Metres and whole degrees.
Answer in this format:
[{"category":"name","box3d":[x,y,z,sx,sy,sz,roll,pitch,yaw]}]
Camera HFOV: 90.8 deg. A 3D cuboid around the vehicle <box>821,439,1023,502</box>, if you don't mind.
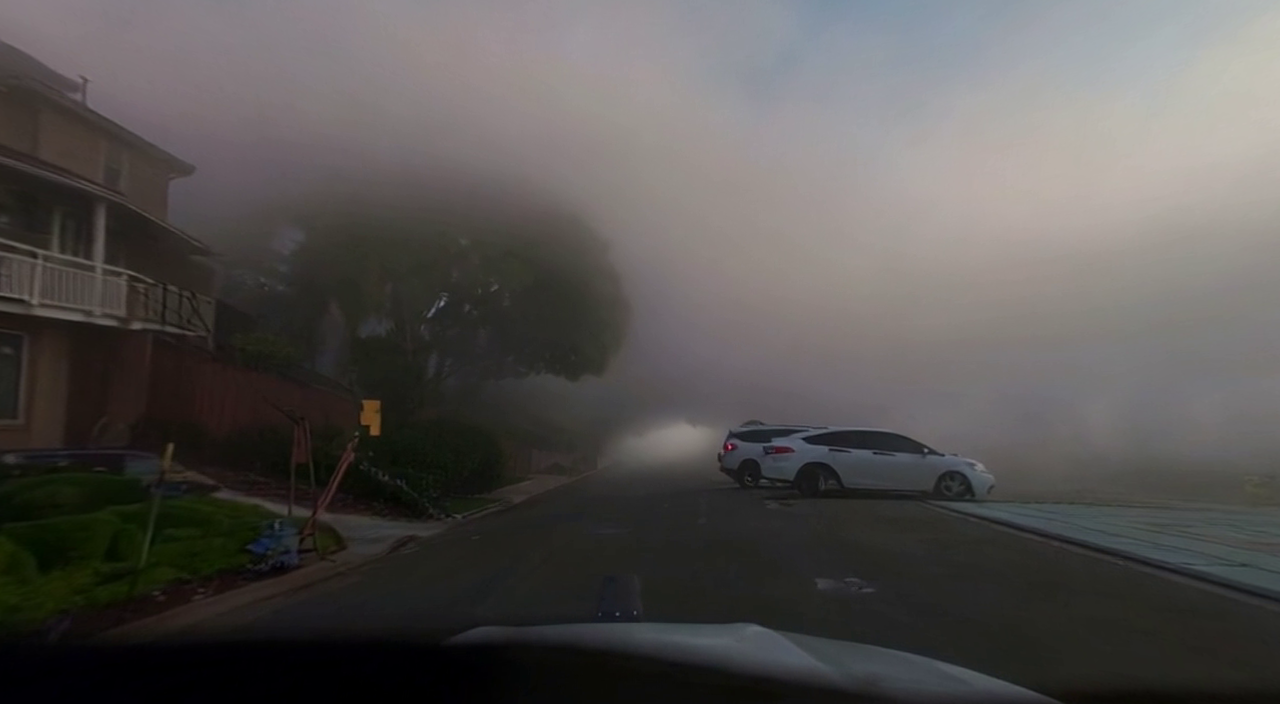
[{"category":"vehicle","box3d":[6.908,2.949,15.948,4.195,1.446,1.979,-1,-9,7]}]
